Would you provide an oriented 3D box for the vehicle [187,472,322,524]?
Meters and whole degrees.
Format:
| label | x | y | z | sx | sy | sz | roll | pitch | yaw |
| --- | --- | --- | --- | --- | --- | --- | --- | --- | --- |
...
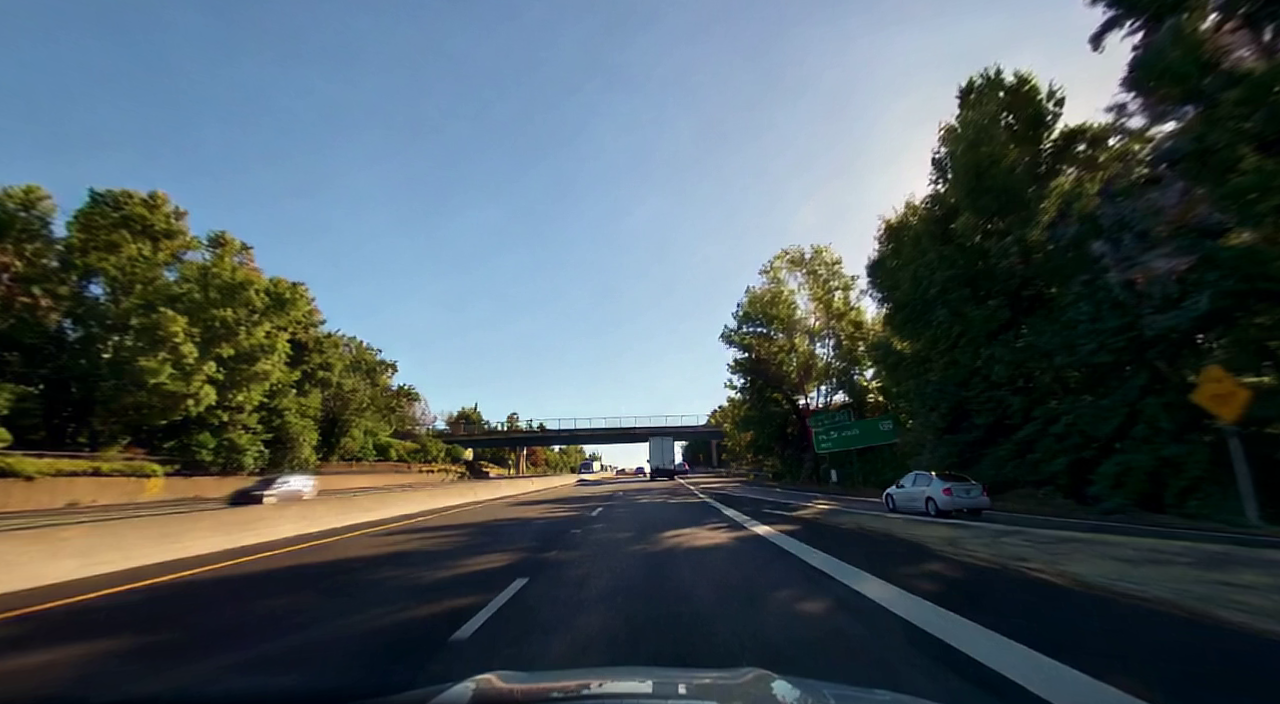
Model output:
| label | x | y | z | sx | sy | sz | roll | pitch | yaw |
| --- | --- | --- | --- | --- | --- | --- | --- | --- | --- |
| vehicle | -12.128 | 4.595 | 20.162 | 1.851 | 1.413 | 3.769 | 1 | -11 | 1 |

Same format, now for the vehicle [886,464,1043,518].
| label | x | y | z | sx | sy | sz | roll | pitch | yaw |
| --- | --- | --- | --- | --- | --- | --- | --- | --- | --- |
| vehicle | 9.859 | 4.238 | 19.571 | 1.949 | 1.468 | 4.145 | 4 | -11 | -15 |
